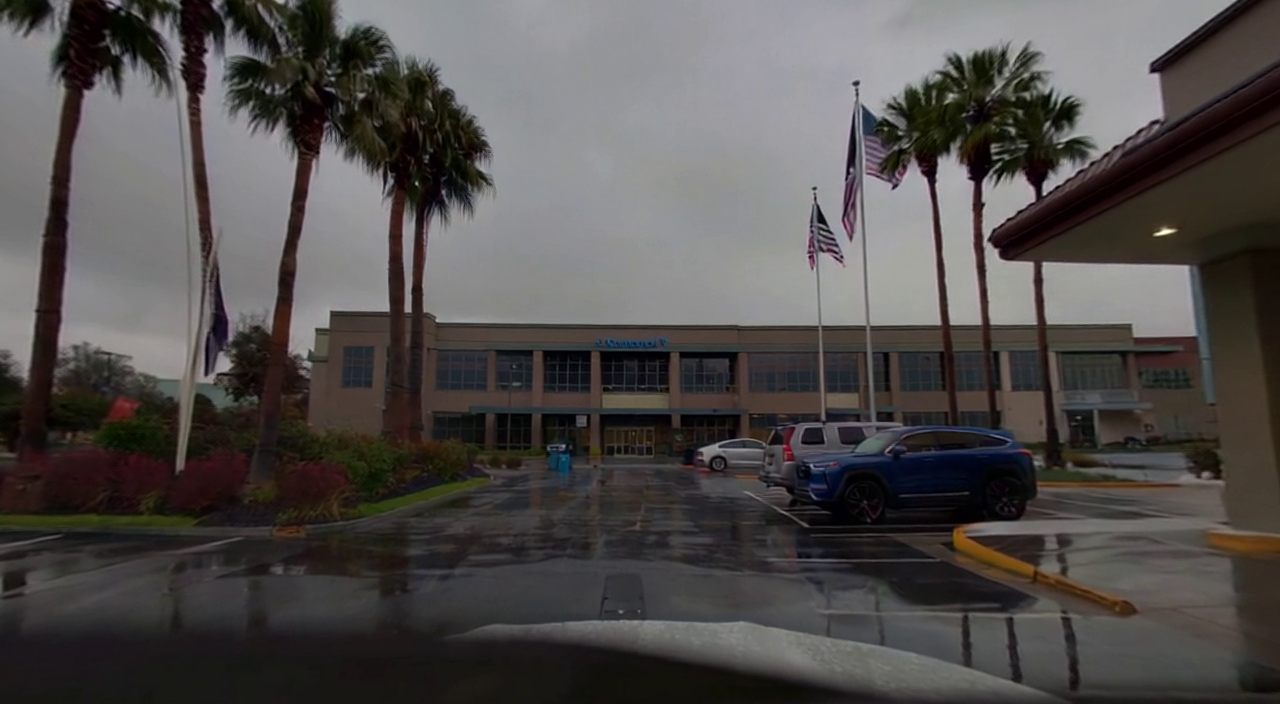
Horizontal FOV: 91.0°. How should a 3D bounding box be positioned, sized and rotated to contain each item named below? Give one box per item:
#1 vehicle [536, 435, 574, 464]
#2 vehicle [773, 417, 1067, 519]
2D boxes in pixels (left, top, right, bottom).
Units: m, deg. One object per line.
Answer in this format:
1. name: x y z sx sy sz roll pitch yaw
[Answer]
1. vehicle: -6.116 7.007 45.595 1.943 1.890 4.472 2 -7 2
2. vehicle: 5.015 2.143 11.854 4.567 1.723 1.926 0 -9 1
